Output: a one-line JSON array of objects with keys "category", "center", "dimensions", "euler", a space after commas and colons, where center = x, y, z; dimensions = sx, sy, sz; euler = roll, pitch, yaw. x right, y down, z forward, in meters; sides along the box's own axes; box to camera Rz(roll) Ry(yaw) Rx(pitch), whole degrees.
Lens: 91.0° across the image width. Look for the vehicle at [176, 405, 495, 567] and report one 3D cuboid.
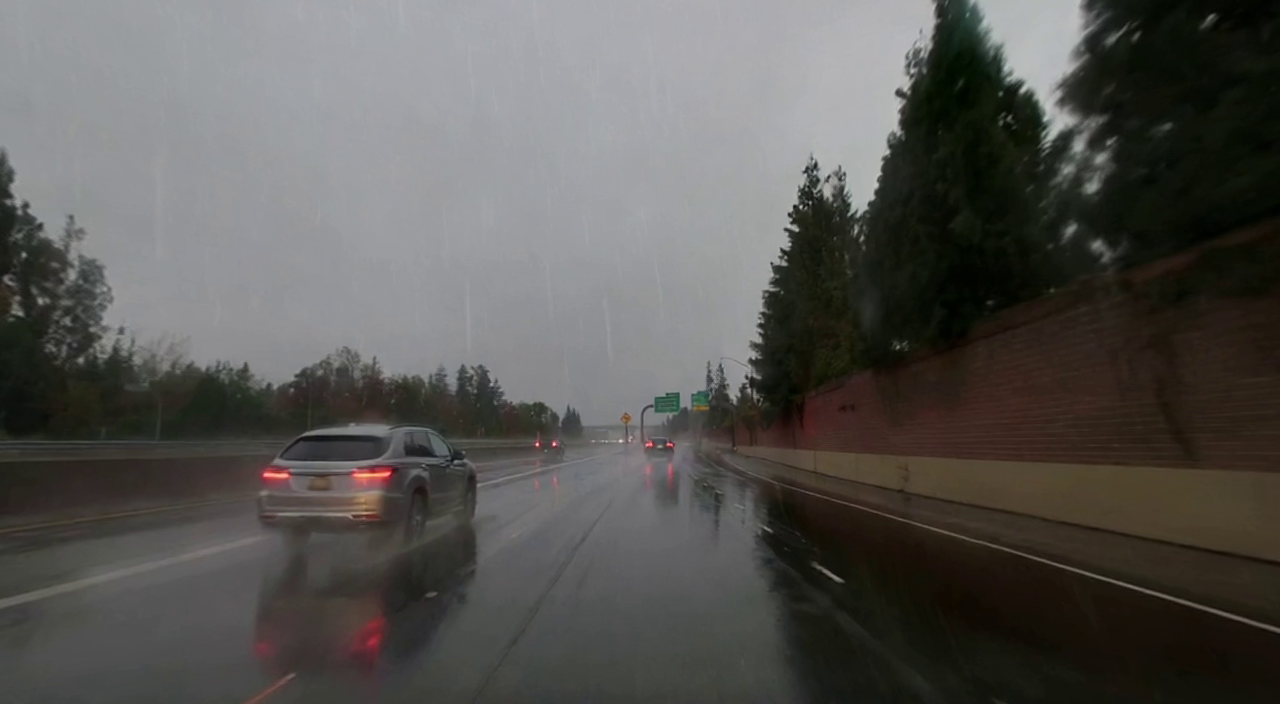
[{"category": "vehicle", "center": [-3.799, 1.777, 9.141], "dimensions": [2.151, 1.707, 4.759], "euler": [0, -8, 1]}]
